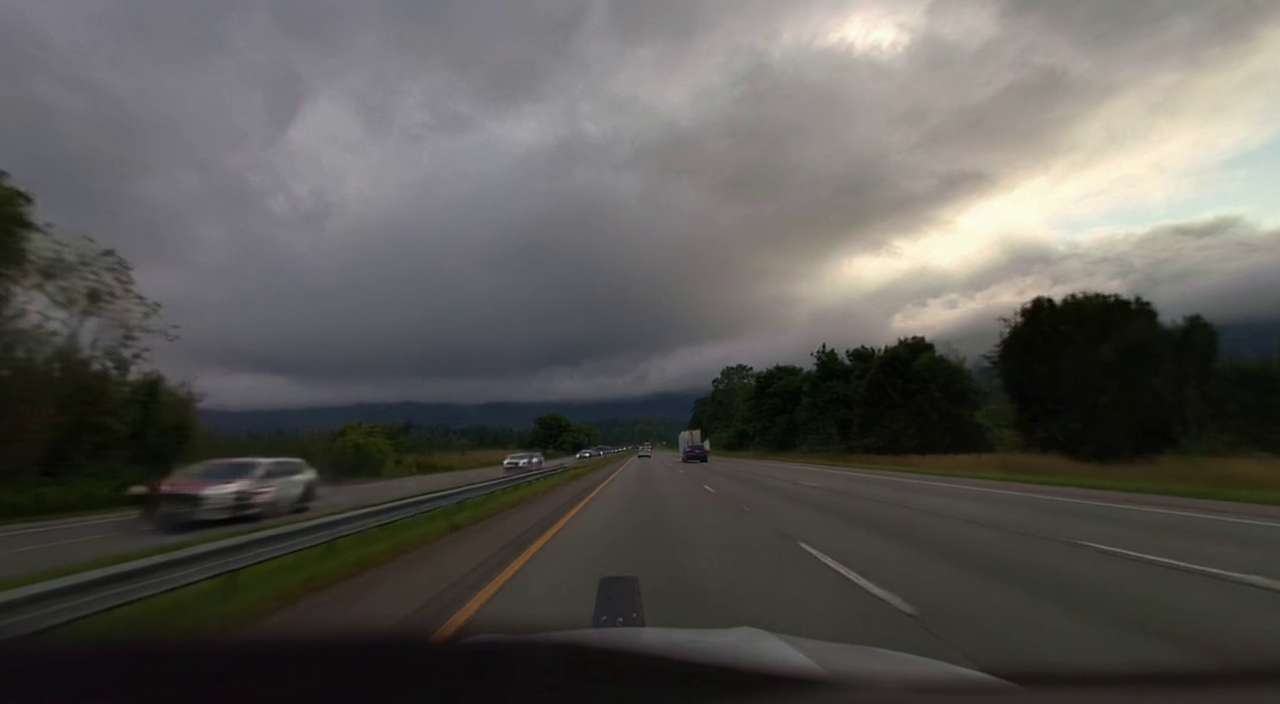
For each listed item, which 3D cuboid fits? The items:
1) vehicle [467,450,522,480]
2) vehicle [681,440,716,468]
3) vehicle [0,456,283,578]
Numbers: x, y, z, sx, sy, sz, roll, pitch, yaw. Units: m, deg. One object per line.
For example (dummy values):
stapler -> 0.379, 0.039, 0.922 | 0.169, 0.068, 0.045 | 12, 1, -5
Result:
vehicle -> -8.061, 6.295, 35.392 | 1.999, 1.587, 4.351 | 0, -9, 1
vehicle -> 4.481, 7.857, 48.729 | 2.189, 2.007, 4.872 | 0, -9, -1
vehicle -> -8.423, 2.557, 10.662 | 2.003, 1.517, 4.753 | 0, -9, 0
